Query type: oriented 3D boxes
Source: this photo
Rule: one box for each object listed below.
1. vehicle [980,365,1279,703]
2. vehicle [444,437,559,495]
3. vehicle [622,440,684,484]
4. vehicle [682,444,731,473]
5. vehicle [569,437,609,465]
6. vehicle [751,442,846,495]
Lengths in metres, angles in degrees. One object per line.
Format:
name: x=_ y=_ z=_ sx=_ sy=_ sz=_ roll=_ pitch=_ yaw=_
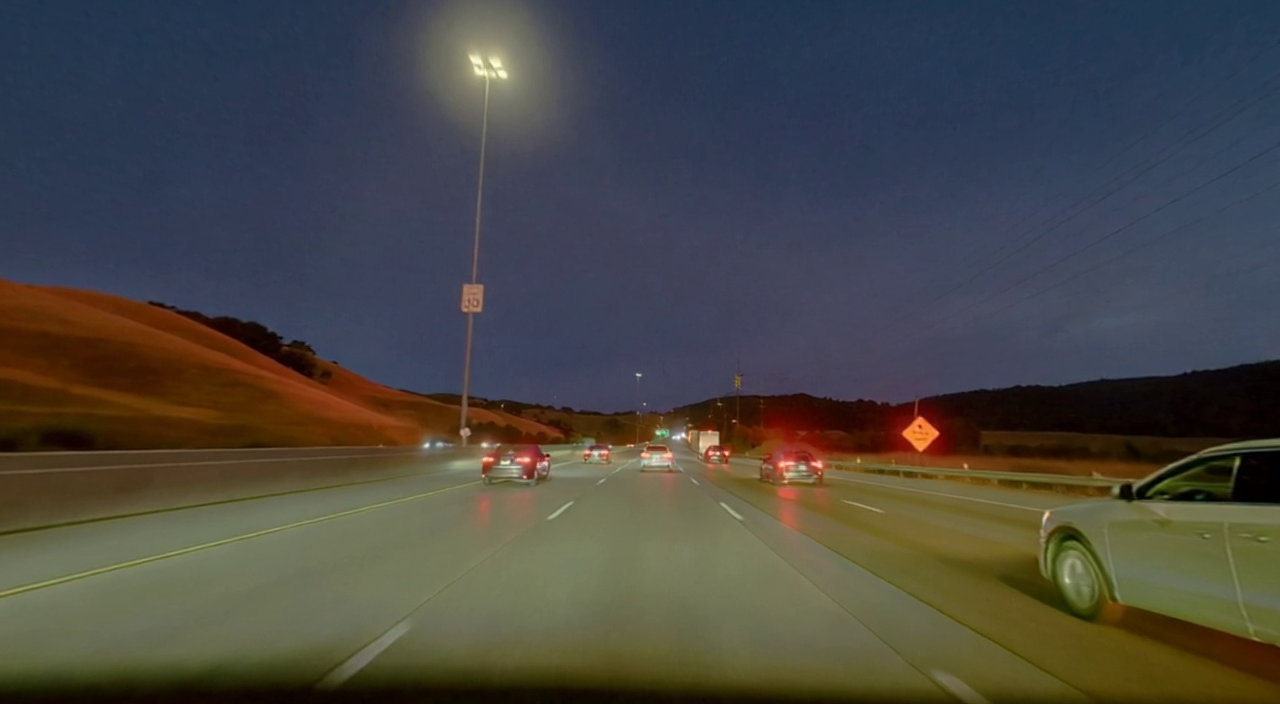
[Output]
vehicle: x=3.857 y=0.908 z=2.862 sx=2.018 sy=1.670 sz=4.658 roll=0 pitch=-8 yaw=0
vehicle: x=-3.733 y=3.161 z=17.891 sx=2.232 sy=1.438 sz=4.163 roll=-1 pitch=-8 yaw=2
vehicle: x=0.482 y=4.145 z=24.117 sx=2.138 sy=1.473 sz=4.392 roll=0 pitch=-8 yaw=1
vehicle: x=3.553 y=5.776 z=34.566 sx=2.177 sy=1.453 sz=4.205 roll=0 pitch=-8 yaw=0
vehicle: x=-3.310 y=6.526 z=41.712 sx=2.234 sy=1.675 sz=4.527 roll=0 pitch=-8 yaw=1
vehicle: x=4.890 y=3.621 z=20.040 sx=1.867 sy=1.465 sz=4.093 roll=0 pitch=-8 yaw=-1
